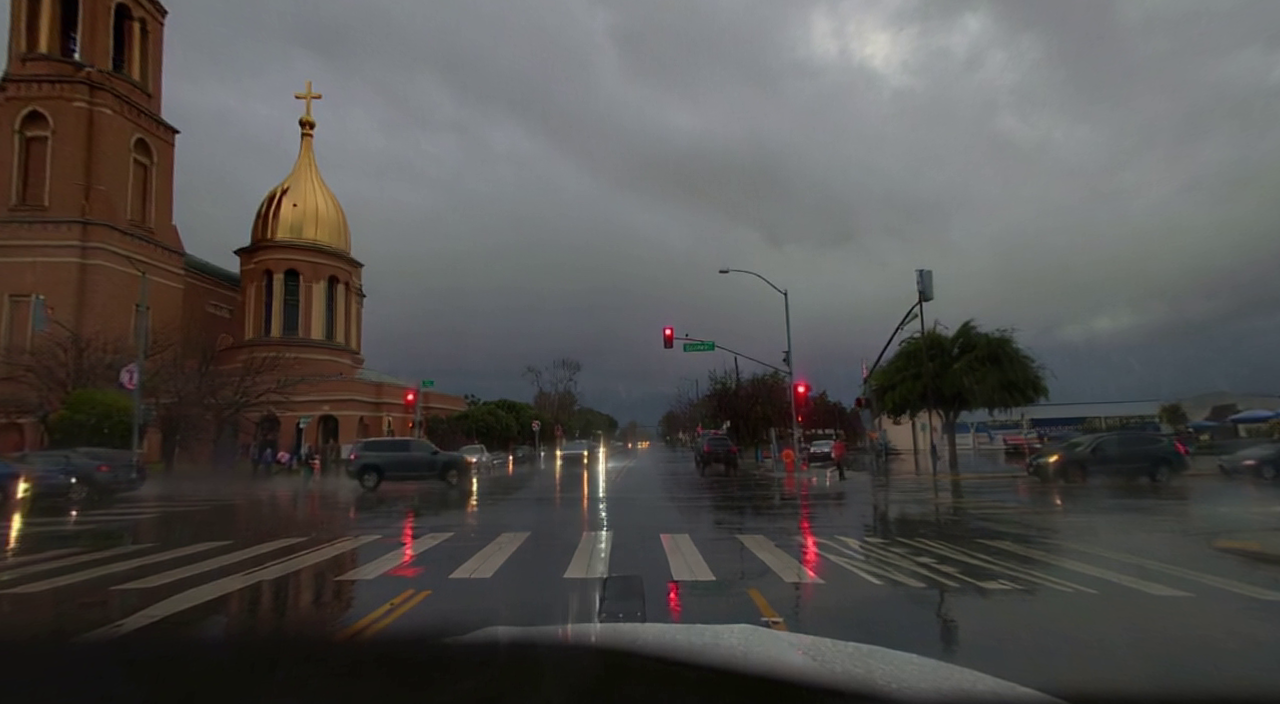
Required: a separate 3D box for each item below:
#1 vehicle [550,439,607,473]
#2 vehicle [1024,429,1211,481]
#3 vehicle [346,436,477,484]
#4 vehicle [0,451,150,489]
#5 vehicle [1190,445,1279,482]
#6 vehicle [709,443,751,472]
[{"bbox_3d":[-3.293,5.747,35.126,2.223,1.692,4.688,-1,-9,6],"label":"vehicle"},{"bbox_3d":[19.877,4.320,26.566,5.852,2.057,2.361,0,-8,1],"label":"vehicle"},{"bbox_3d":[-8.831,4.175,24.717,4.567,1.724,2.051,3,-9,-18],"label":"vehicle"},{"bbox_3d":[-23.374,4.858,26.218,4.479,1.476,1.873,0,-8,2],"label":"vehicle"},{"bbox_3d":[26.383,4.684,26.669,4.561,1.475,1.850,0,-8,0],"label":"vehicle"},{"bbox_3d":[5.823,6.860,41.488,1.969,1.776,4.329,0,-8,-2],"label":"vehicle"}]
